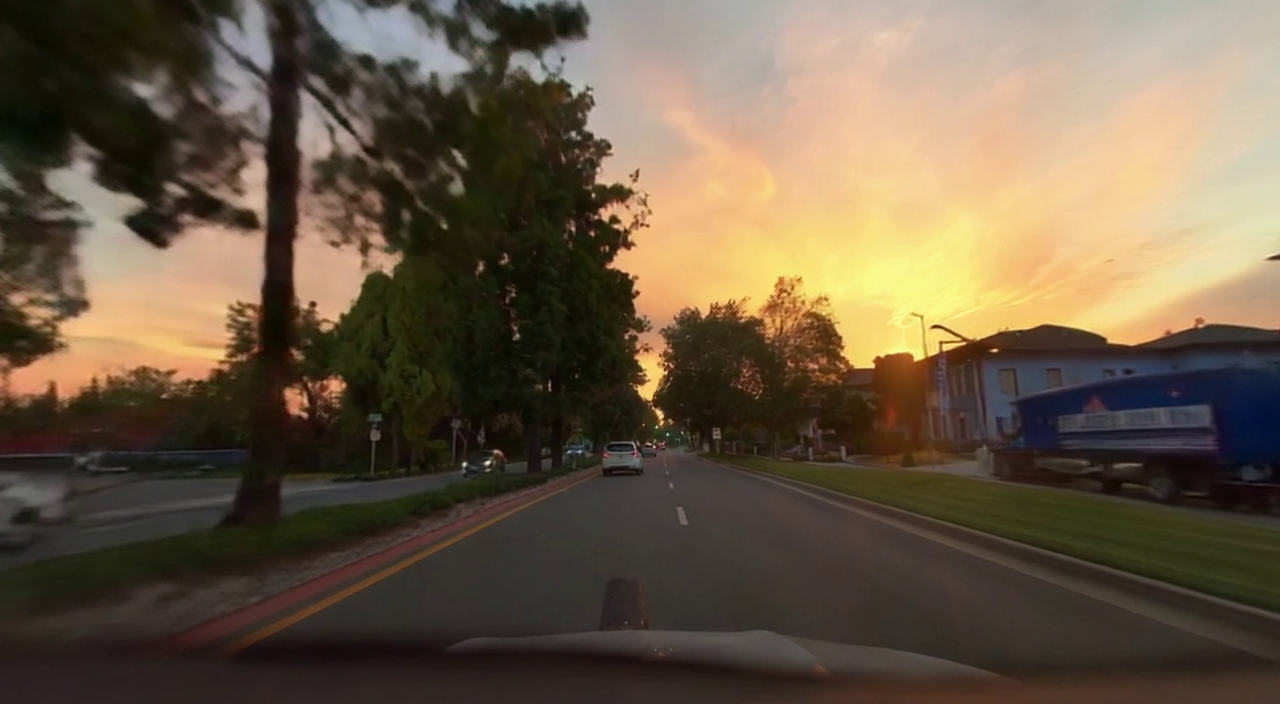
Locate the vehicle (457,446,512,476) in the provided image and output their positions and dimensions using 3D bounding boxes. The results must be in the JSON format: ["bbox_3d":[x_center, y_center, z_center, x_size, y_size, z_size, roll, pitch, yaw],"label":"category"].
[{"bbox_3d":[-8.973,6.311,36.684,1.908,1.616,3.988,0,-8,4],"label":"vehicle"}]

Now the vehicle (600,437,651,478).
[{"bbox_3d":[-0.584,4.833,29.171,2.129,1.713,4.314,0,-8,2],"label":"vehicle"}]

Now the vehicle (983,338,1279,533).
[{"bbox_3d":[13.757,2.238,17.404,2.794,3.710,10.785,-3,-8,2],"label":"vehicle"}]
